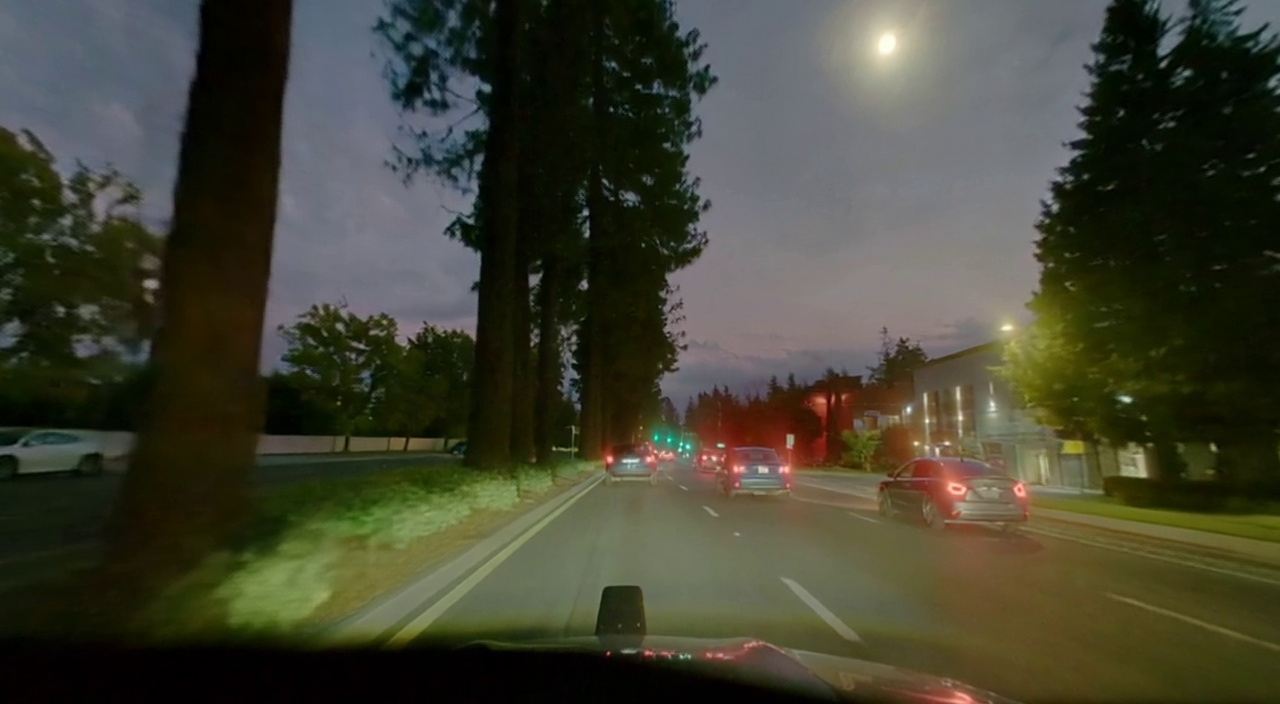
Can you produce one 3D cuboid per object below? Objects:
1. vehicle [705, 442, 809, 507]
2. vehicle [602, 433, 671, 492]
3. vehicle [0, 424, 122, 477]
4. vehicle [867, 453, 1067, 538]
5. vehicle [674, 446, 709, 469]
[{"bbox_3d":[3.010,3.230,17.081,1.932,1.510,4.168,0,-8,-1],"label":"vehicle"},{"bbox_3d":[-0.110,3.503,20.291,2.008,1.674,4.239,0,-8,0],"label":"vehicle"},{"bbox_3d":[-18.916,3.010,19.281,1.851,1.477,4.891,0,-8,-1],"label":"vehicle"},{"bbox_3d":[6.700,2.940,13.521,1.944,1.458,4.268,0,-8,-1],"label":"vehicle"},{"bbox_3d":[3.451,7.160,42.699,2.012,1.462,4.163,0,-8,-1],"label":"vehicle"}]
